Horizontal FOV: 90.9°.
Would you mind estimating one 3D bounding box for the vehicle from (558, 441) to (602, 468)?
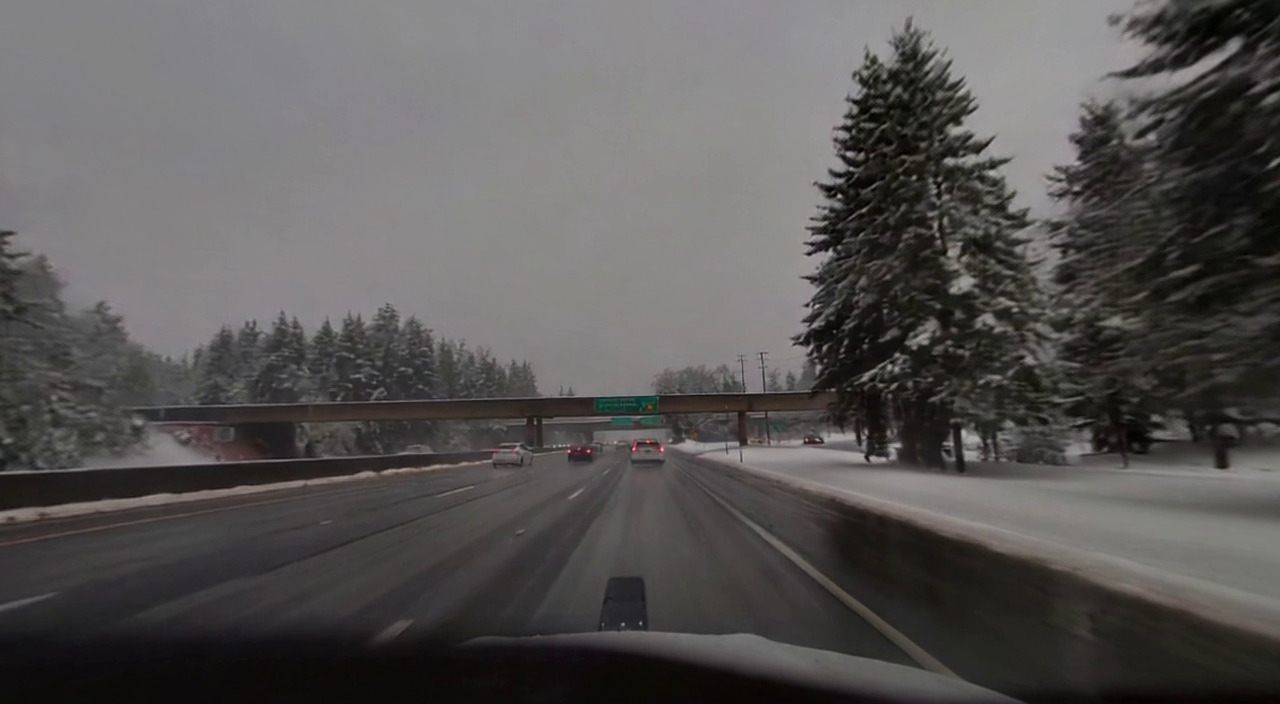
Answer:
[{"bbox_3d":[-3.415,5.957,36.895,2.056,1.464,4.564,0,-8,1],"label":"vehicle"}]

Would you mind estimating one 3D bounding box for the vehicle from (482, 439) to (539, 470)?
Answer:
[{"bbox_3d":[-7.307,5.831,36.105,2.139,1.653,4.614,0,-8,2],"label":"vehicle"}]

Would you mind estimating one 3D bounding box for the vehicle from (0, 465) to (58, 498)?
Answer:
[{"bbox_3d":[-36.467,7.623,37.361,1.916,1.664,4.530,5,-10,-31],"label":"vehicle"}]

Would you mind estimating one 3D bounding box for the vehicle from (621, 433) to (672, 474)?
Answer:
[{"bbox_3d":[0.285,4.627,28.905,2.152,1.697,4.066,0,-8,0],"label":"vehicle"}]
